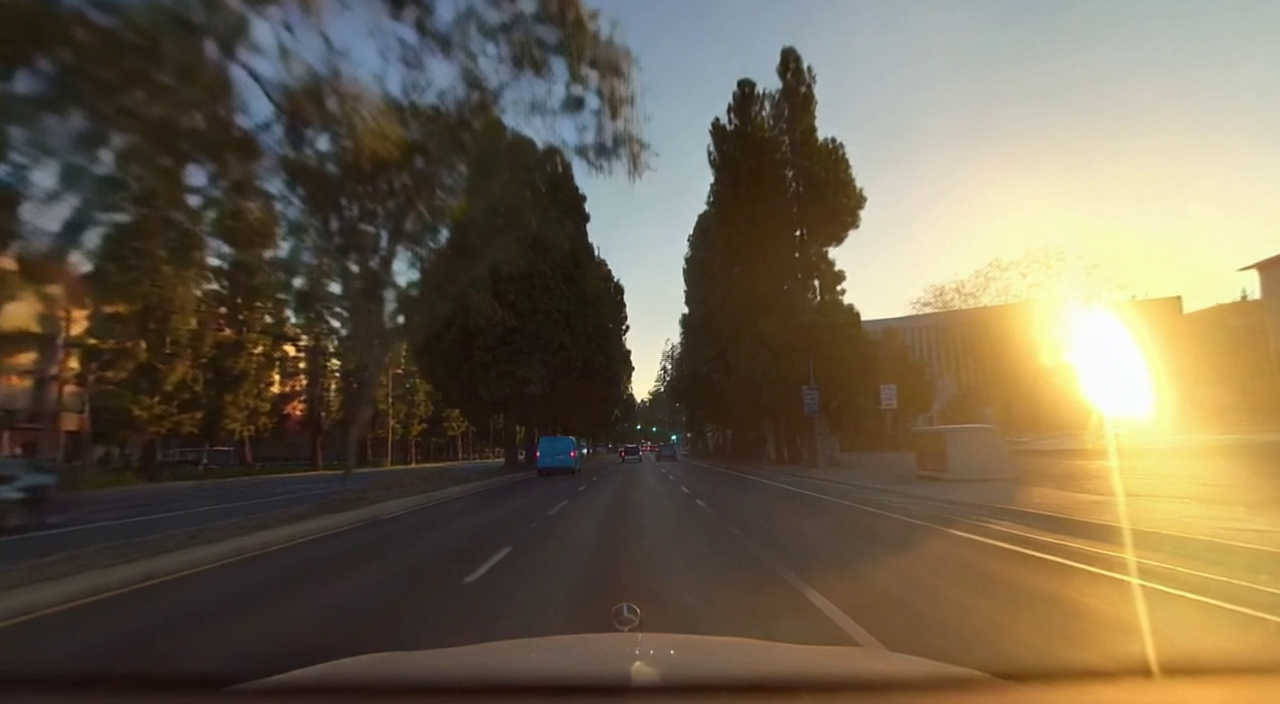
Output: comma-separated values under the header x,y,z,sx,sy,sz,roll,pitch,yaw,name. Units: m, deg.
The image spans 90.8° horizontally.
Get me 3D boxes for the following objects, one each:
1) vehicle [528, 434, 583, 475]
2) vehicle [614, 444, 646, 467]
x,y,z,sx,sy,sz,roll,pitch,yaw,name
-4.076,5.052,31.367,2.075,1.863,4.744,0,-8,0,vehicle
-0.712,7.060,43.168,2.039,1.455,3.826,0,-8,-1,vehicle
